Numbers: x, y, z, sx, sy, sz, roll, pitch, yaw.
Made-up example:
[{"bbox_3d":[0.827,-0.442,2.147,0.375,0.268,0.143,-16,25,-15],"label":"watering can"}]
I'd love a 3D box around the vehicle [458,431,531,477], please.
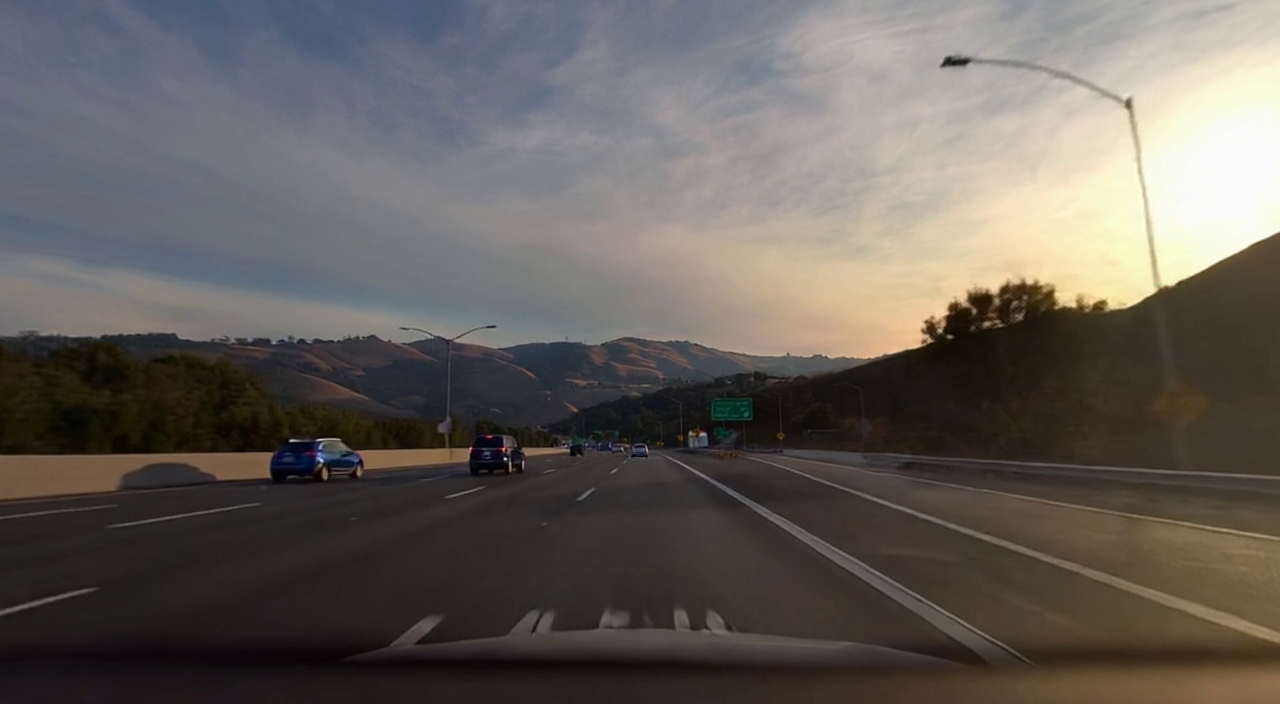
[{"bbox_3d":[-6.732,4.798,29.759,2.219,1.947,4.924,-1,-9,1],"label":"vehicle"}]

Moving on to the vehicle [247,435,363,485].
[{"bbox_3d":[-13.760,4.458,26.303,2.079,1.822,4.893,-1,-9,1],"label":"vehicle"}]
